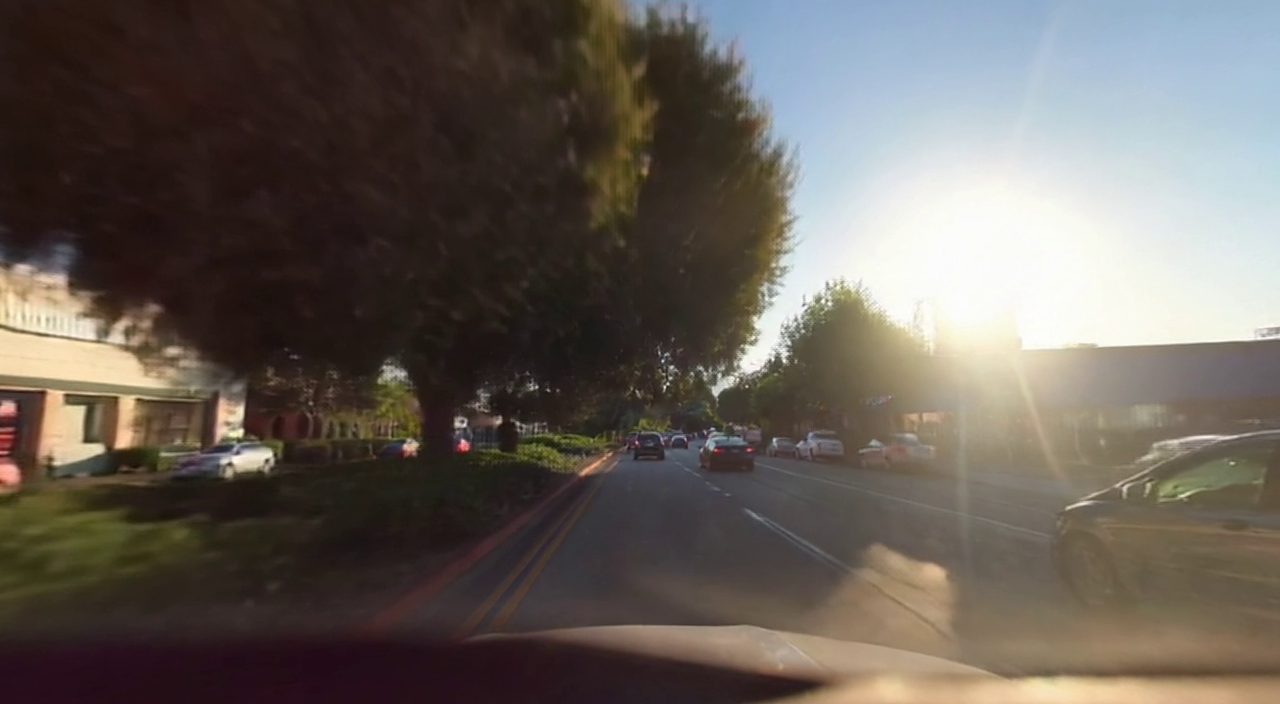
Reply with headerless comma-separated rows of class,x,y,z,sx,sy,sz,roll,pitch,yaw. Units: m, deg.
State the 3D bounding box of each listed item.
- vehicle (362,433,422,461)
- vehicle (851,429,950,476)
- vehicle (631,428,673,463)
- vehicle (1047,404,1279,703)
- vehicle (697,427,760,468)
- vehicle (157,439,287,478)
vehicle,-18.831,7.211,47.940,2.488,1.752,4.991,-2,-6,1
vehicle,10.495,4.092,25.746,2.123,1.726,4.520,0,-8,0
vehicle,0.578,4.842,32.645,2.098,1.682,3.778,0,-8,0
vehicle,3.982,0.889,2.322,1.908,1.463,4.506,0,-8,0
vehicle,3.812,4.236,27.890,2.115,1.692,4.189,0,-8,-1
vehicle,-18.675,4.749,28.482,2.034,1.532,5.548,0,-8,1
